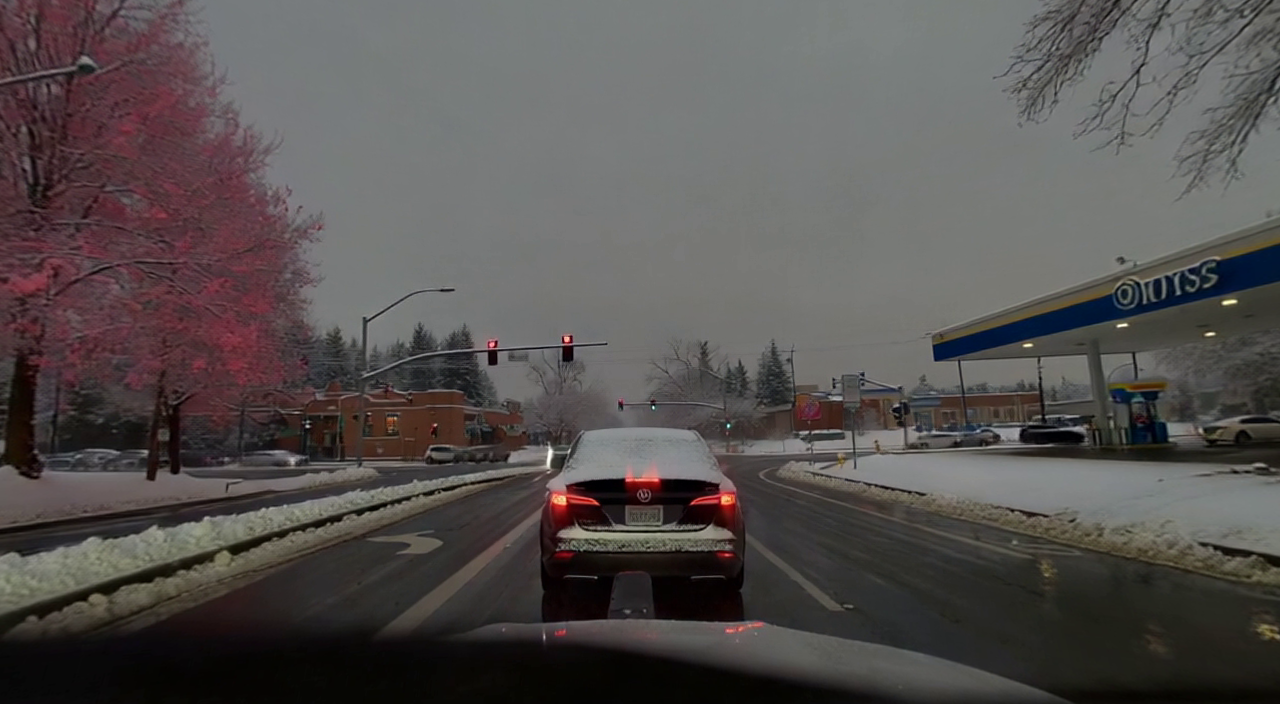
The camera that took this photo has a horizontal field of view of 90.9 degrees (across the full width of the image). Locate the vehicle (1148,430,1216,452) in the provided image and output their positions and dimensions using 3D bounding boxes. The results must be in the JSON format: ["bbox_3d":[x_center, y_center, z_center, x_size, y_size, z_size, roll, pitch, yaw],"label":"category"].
[{"bbox_3d":[40.965,6.717,47.672,3.573,1.432,1.604,-3,-8,2],"label":"vehicle"}]

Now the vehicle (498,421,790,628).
[{"bbox_3d":[0.017,1.556,6.673,2.112,1.482,4.057,0,-8,0],"label":"vehicle"}]

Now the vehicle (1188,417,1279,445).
[{"bbox_3d":[36.339,4.858,38.485,1.848,1.581,4.475,0,-8,2],"label":"vehicle"}]

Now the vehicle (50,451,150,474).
[{"bbox_3d":[-37.477,7.647,43.904,1.889,1.455,4.813,-4,-9,25],"label":"vehicle"}]

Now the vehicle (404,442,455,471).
[{"bbox_3d":[-14.598,7.178,43.594,2.019,1.867,4.660,6,-10,-35],"label":"vehicle"}]

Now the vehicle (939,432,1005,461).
[{"bbox_3d":[18.404,5.237,34.842,2.053,1.495,4.091,-8,-12,44],"label":"vehicle"}]

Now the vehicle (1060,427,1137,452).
[{"bbox_3d":[34.762,6.646,47.830,4.294,1.557,1.744,-4,-8,1],"label":"vehicle"}]
